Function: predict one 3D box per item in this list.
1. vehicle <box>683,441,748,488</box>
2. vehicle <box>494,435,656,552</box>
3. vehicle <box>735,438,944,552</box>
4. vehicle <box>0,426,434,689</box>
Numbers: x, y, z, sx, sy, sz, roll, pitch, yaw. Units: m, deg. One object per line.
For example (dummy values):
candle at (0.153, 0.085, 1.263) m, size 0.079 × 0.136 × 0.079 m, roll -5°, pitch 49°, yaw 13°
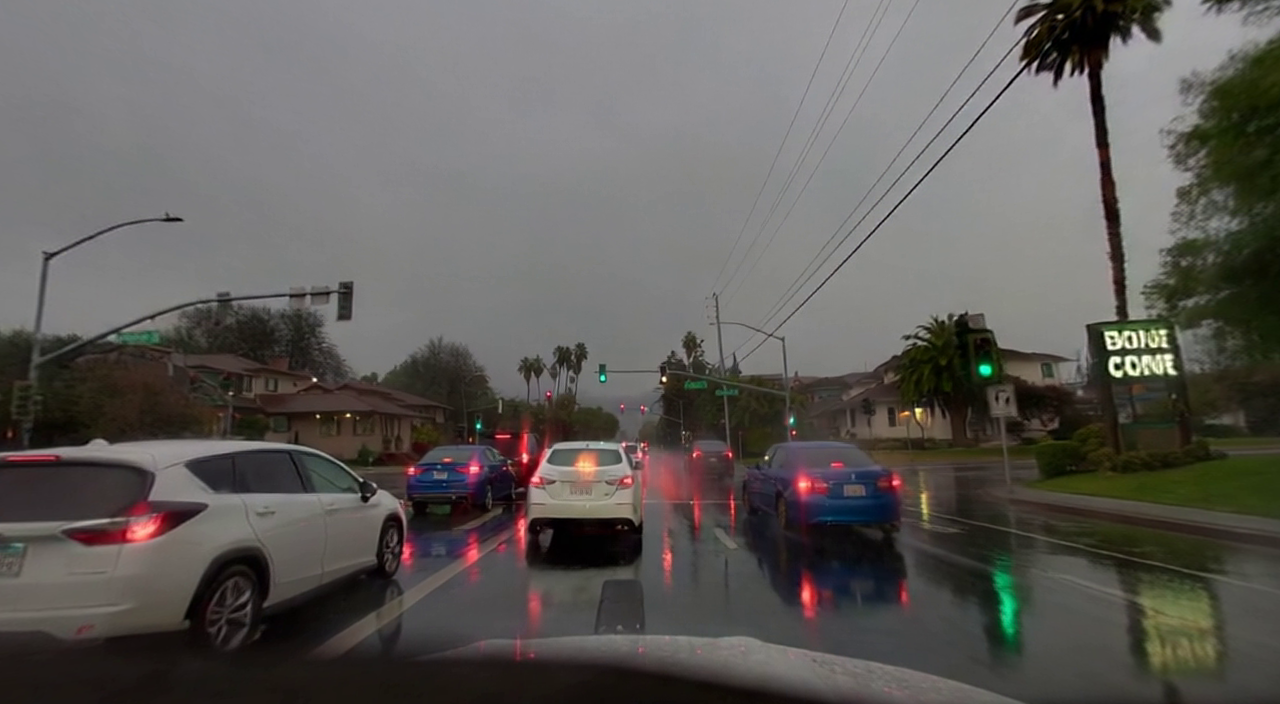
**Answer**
vehicle at (2.791, 4.263, 24.296) m, size 1.956 × 1.615 × 4.205 m, roll 0°, pitch -9°, yaw -1°
vehicle at (-0.878, 2.131, 10.203) m, size 2.104 × 1.500 × 3.815 m, roll 0°, pitch -8°, yaw -1°
vehicle at (2.941, 2.203, 10.476) m, size 2.014 × 1.464 × 4.312 m, roll 0°, pitch -9°, yaw -1°
vehicle at (-3.694, 1.505, 5.885) m, size 2.058 × 1.474 × 4.473 m, roll 0°, pitch -9°, yaw 0°
